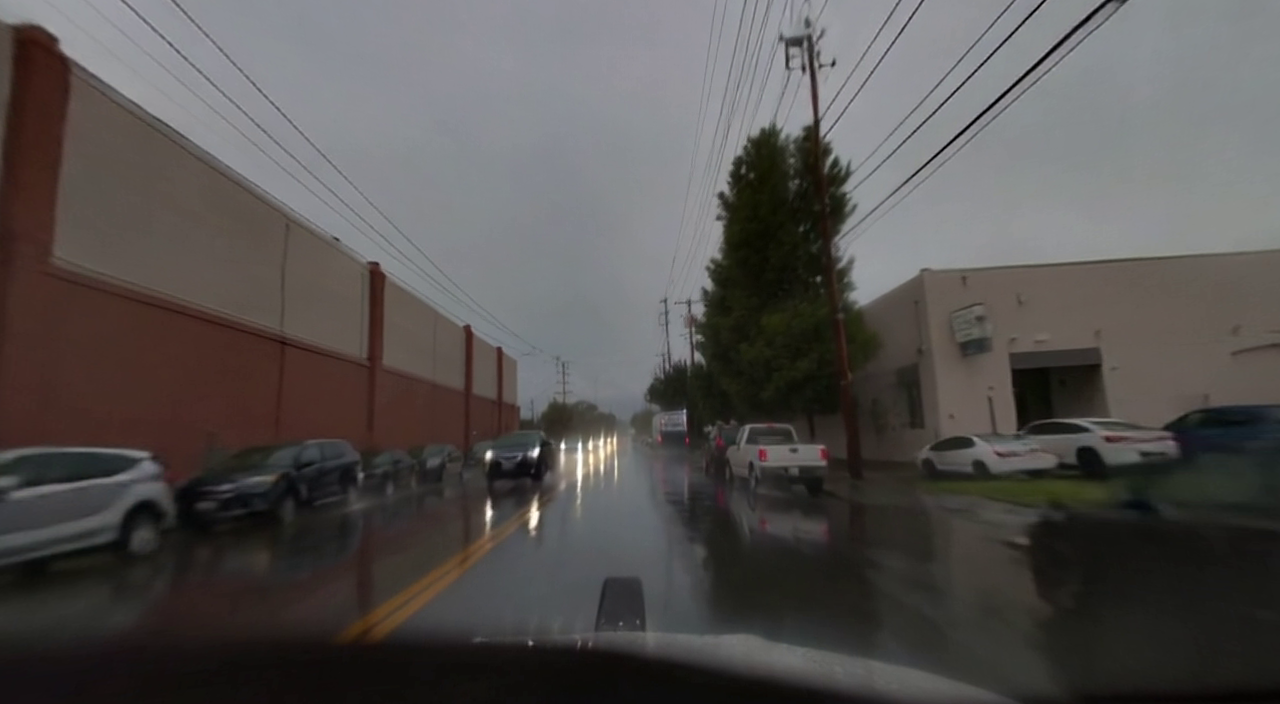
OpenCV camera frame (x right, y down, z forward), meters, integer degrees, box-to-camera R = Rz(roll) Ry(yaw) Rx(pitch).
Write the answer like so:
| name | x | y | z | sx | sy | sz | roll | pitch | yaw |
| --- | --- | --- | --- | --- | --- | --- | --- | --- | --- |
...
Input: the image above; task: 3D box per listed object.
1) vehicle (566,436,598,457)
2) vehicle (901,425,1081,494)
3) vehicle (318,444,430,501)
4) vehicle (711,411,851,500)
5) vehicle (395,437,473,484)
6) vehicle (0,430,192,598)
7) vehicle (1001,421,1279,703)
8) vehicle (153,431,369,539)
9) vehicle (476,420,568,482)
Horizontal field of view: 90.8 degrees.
| name | x | y | z | sx | sy | sz | roll | pitch | yaw |
| --- | --- | --- | --- | --- | --- | --- | --- | --- | --- |
| vehicle | -4.271 | 7.037 | 47.200 | 1.966 | 1.482 | 4.473 | 0 | -8 | 0 |
| vehicle | 8.428 | 2.620 | 15.709 | 1.798 | 1.370 | 4.191 | -2 | -8 | -4 |
| vehicle | -7.965 | 3.591 | 19.370 | 1.759 | 1.461 | 4.308 | 0 | -8 | -3 |
| vehicle | 3.494 | 2.710 | 17.129 | 2.218 | 1.956 | 5.916 | 0 | -8 | -2 |
| vehicle | -8.257 | 4.325 | 25.747 | 1.903 | 1.710 | 4.322 | 0 | -8 | -3 |
| vehicle | -7.932 | 1.820 | 7.395 | 2.194 | 1.775 | 4.482 | 0 | -8 | -2 |
| vehicle | 4.132 | 1.077 | 3.194 | 1.919 | 1.453 | 4.425 | 0 | -8 | -1 |
| vehicle | -7.769 | 2.670 | 13.611 | 1.933 | 1.754 | 4.514 | -3 | -7 | 0 |
| vehicle | -4.183 | 3.615 | 23.528 | 2.275 | 1.999 | 5.723 | 0 | -8 | 0 |
